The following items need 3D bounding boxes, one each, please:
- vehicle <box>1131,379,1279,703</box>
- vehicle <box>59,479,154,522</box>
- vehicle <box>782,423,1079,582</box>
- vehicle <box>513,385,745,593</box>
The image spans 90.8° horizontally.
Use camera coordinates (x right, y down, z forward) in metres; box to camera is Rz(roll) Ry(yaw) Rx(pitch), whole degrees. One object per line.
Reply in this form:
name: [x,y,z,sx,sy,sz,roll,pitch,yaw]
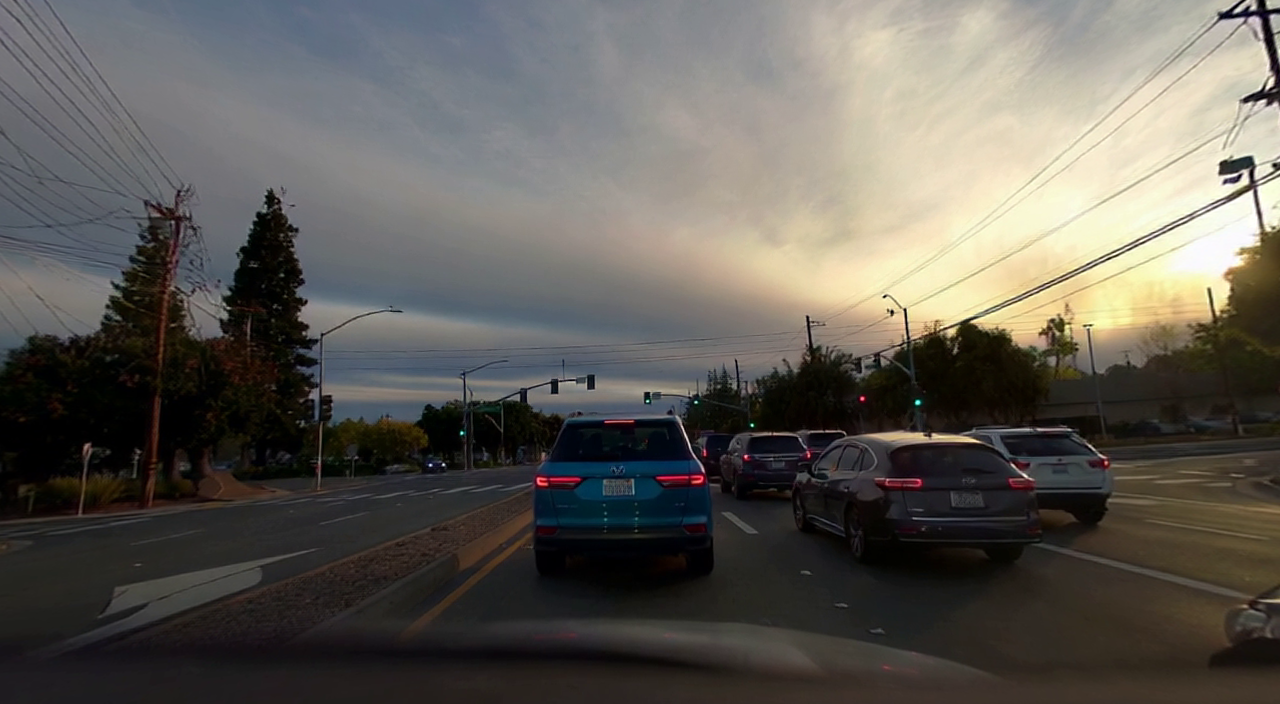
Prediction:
vehicle: [3.276,0.630,0.753,1.889,1.517,4.308,0,-9,0]
vehicle: [-26.344,7.329,31.172,4.526,1.715,1.989,-11,-13,29]
vehicle: [3.427,1.850,8.621,1.880,1.579,4.401,0,-9,-1]
vehicle: [-0.135,1.644,8.335,2.231,1.998,4.254,0,-9,-1]
